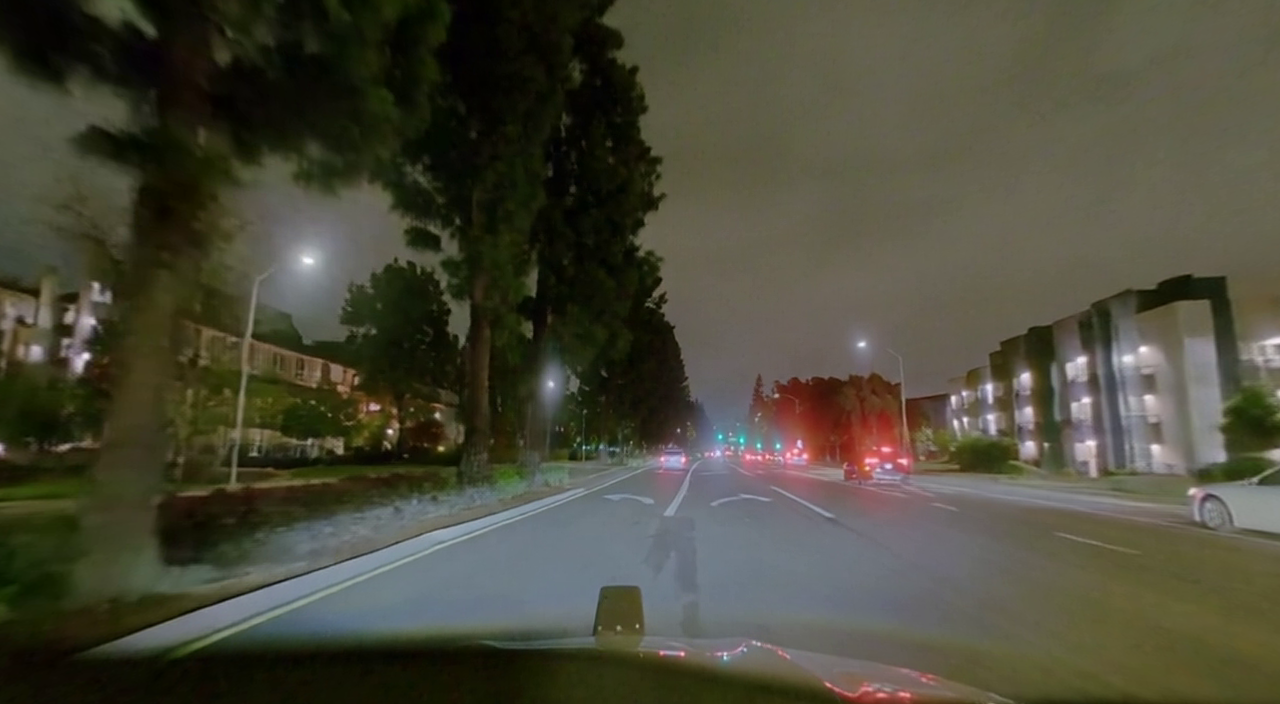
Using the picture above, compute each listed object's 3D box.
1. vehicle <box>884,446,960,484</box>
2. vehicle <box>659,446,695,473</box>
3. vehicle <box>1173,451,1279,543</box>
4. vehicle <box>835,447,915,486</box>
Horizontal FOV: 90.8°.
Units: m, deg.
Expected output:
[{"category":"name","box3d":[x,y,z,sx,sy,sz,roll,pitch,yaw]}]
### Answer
[{"category":"vehicle","box3d":[13.611,5.446,30.756,1.945,1.687,4.292,-1,-8,4]},{"category":"vehicle","box3d":[2.224,6.430,38.043,2.077,1.477,3.897,0,-8,3]},{"category":"vehicle","box3d":[11.606,2.403,10.361,1.888,1.508,4.646,-1,-9,4]},{"category":"vehicle","box3d":[9.624,4.695,26.242,2.020,1.472,3.958,-1,-9,4]}]
